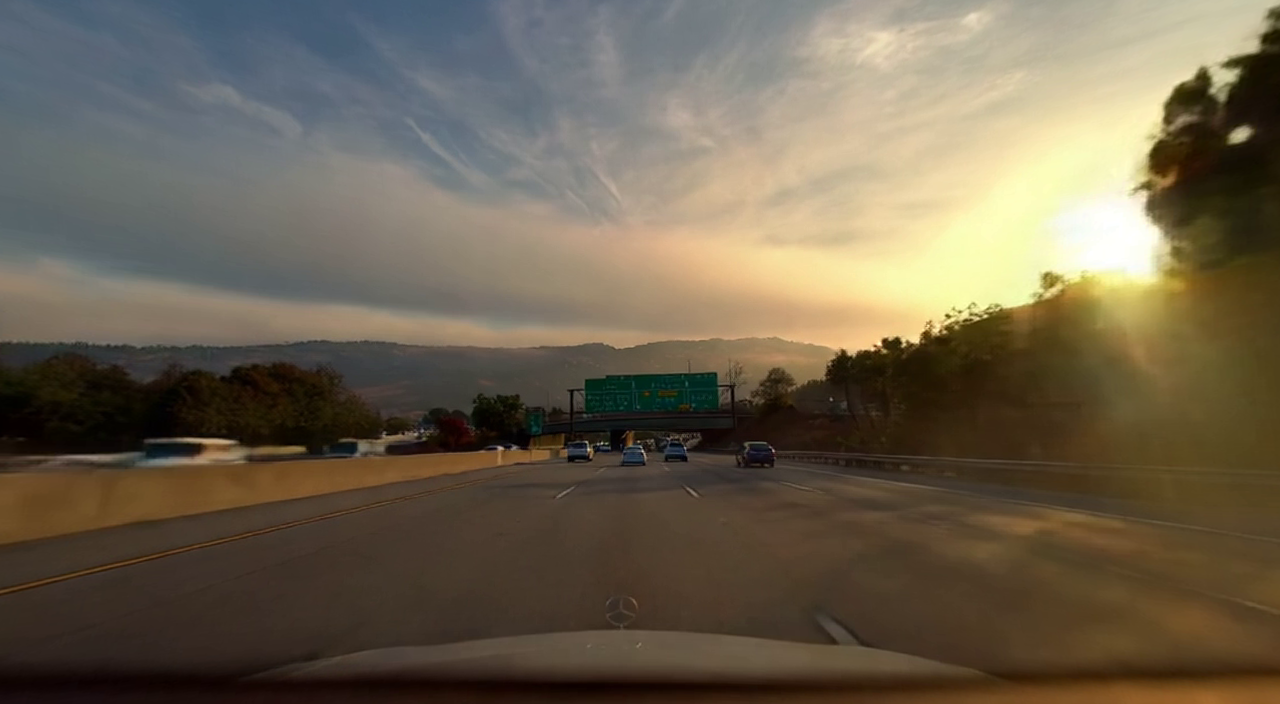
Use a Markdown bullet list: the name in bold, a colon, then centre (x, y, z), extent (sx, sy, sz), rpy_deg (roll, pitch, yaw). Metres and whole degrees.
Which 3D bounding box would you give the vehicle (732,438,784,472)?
- **vehicle**: centre (6.061, 5.337, 32.916), extent (1.936, 1.625, 3.991), rpy_deg (0, -9, -1)

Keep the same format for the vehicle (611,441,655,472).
- **vehicle**: centre (-0.345, 5.329, 32.398), extent (2.075, 1.486, 4.007), rpy_deg (0, -9, 0)

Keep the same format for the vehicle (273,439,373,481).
- **vehicle**: centre (-13.737, 4.686, 27.707), extent (2.033, 1.659, 4.459), rpy_deg (0, -9, 0)

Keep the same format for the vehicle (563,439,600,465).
- **vehicle**: centre (-4.079, 7.065, 44.823), extent (2.113, 1.756, 4.471), rpy_deg (0, -9, 1)

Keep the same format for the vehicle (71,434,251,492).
- **vehicle**: centre (-17.910, 4.180, 24.194), extent (2.239, 1.920, 5.939), rpy_deg (0, -9, 0)
